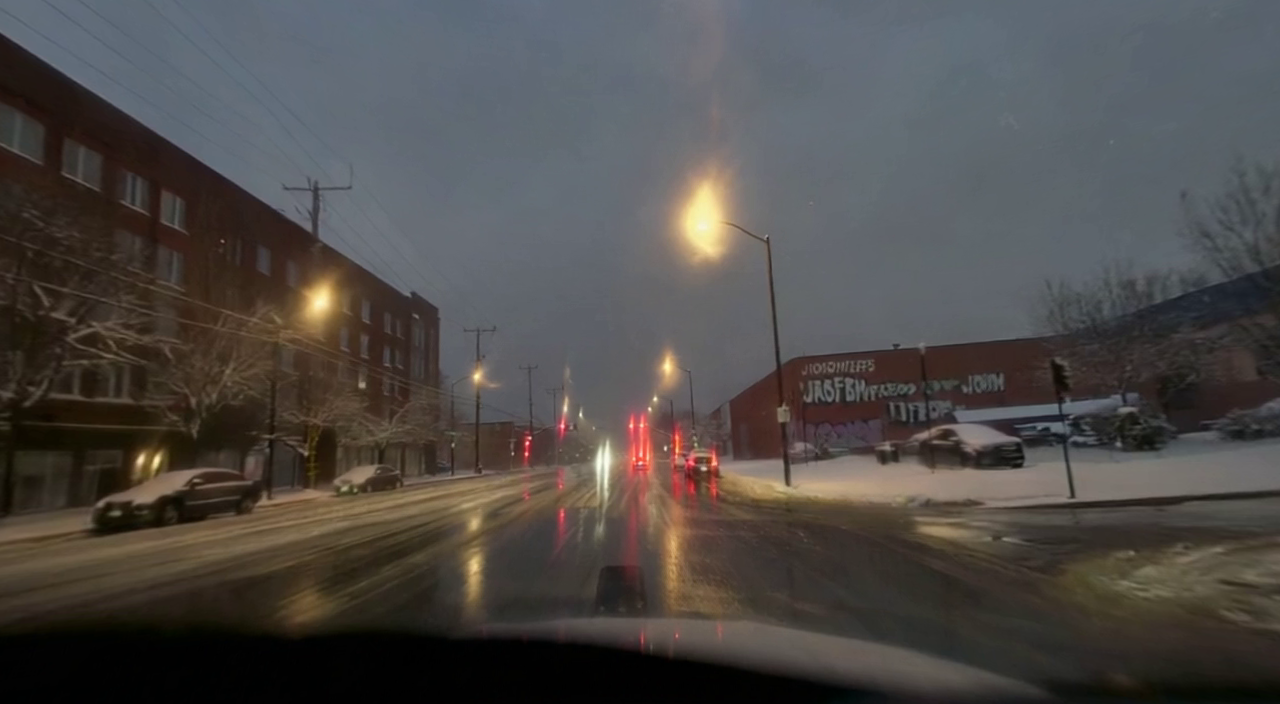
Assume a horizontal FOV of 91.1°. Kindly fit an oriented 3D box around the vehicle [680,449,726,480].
[{"bbox_3d":[3.360,6.105,34.221,2.062,1.535,4.206,0,-9,0],"label":"vehicle"}]

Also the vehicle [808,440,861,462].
[{"bbox_3d":[13.302,6.817,43.254,1.819,1.450,4.707,1,-9,-5],"label":"vehicle"}]

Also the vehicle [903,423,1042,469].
[{"bbox_3d":[12.469,3.530,23.656,4.312,1.578,2.006,-6,-10,34],"label":"vehicle"}]

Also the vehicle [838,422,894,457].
[{"bbox_3d":[15.628,6.113,43.696,1.969,2.282,4.731,0,-9,-2],"label":"vehicle"}]

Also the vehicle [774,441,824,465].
[{"bbox_3d":[10.973,6.988,43.604,1.956,1.514,4.862,0,-9,-3],"label":"vehicle"}]

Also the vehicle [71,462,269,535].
[{"bbox_3d":[-15.243,4.719,20.956,2.107,1.914,5.567,0,-9,3],"label":"vehicle"}]

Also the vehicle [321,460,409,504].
[{"bbox_3d":[-15.250,7.181,35.213,2.048,1.814,5.998,-8,-9,1],"label":"vehicle"}]
